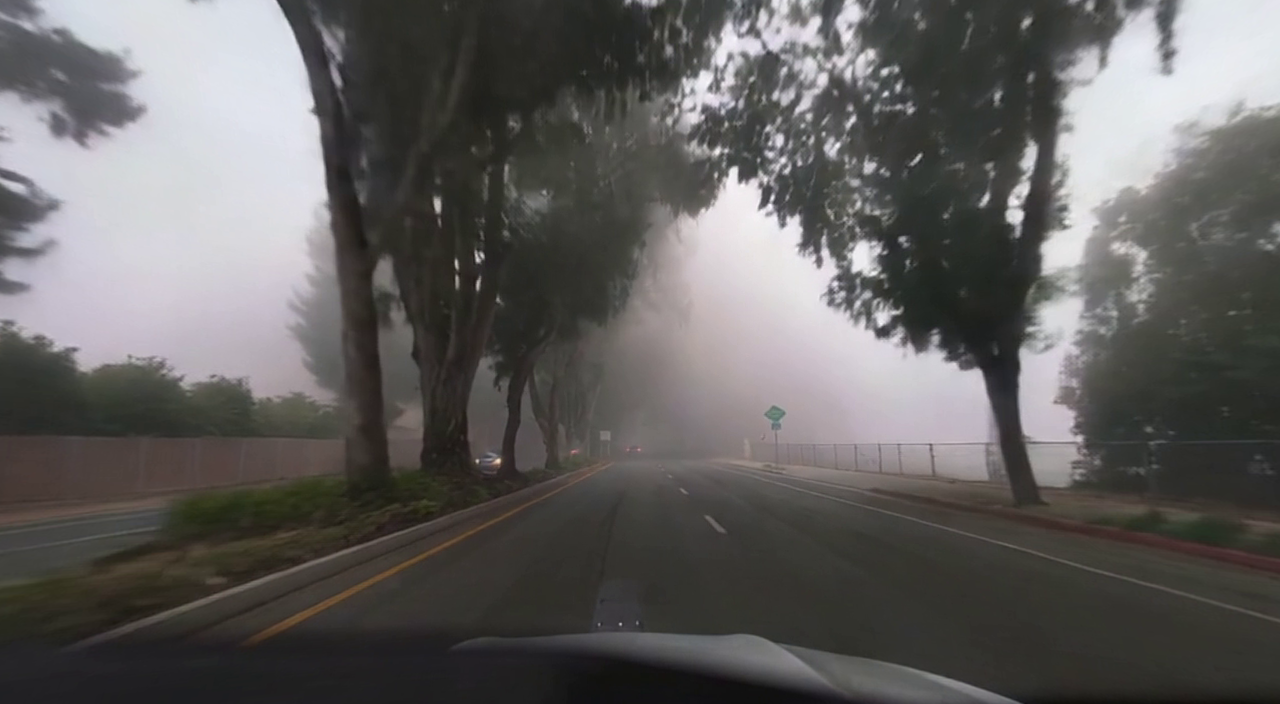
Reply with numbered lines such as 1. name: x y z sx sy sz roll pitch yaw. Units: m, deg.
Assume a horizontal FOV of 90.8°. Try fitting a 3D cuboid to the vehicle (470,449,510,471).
1. vehicle: -11.112 8.003 47.047 1.825 1.473 4.357 0 -9 0
